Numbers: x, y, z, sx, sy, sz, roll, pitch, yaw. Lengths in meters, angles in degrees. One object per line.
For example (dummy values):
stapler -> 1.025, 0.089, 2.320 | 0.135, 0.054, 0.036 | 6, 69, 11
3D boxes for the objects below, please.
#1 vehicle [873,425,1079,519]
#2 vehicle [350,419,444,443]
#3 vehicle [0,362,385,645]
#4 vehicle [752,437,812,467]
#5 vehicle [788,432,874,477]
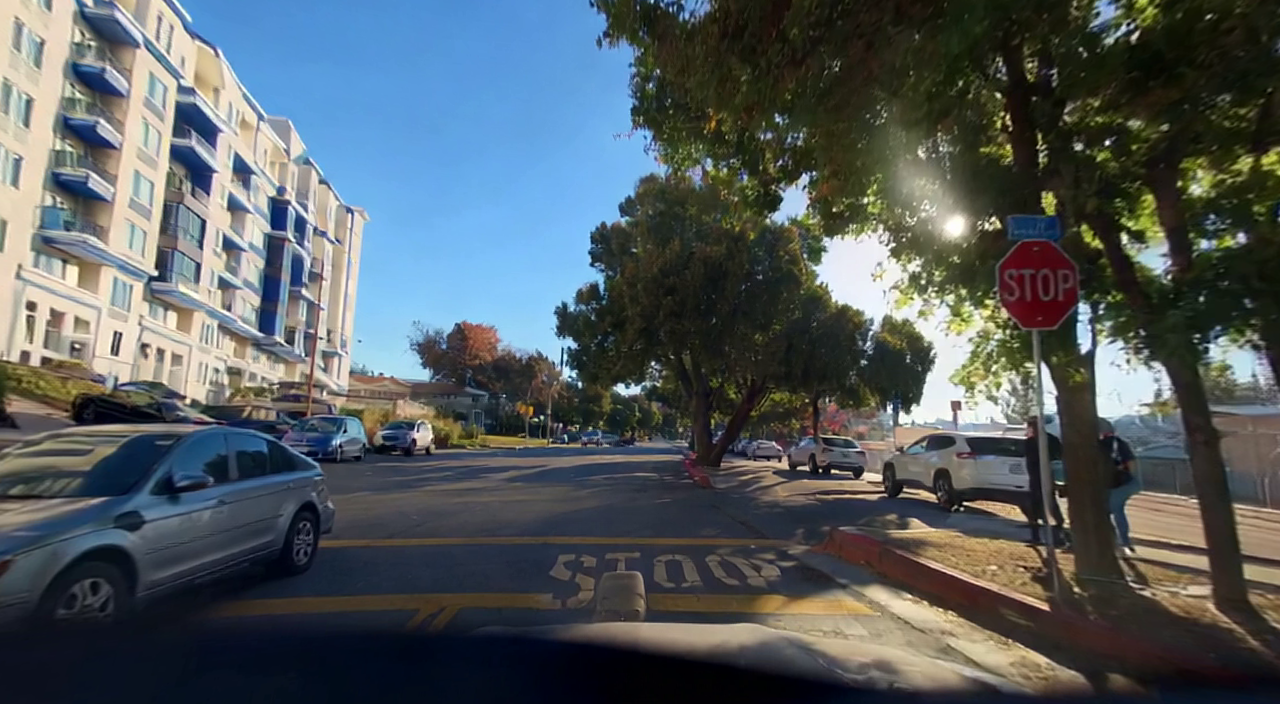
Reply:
vehicle -> 7.449, 2.697, 14.822 | 2.181, 1.792, 5.066 | 0, -8, 2
vehicle -> -13.653, 4.494, 35.725 | 4.603, 1.335, 1.889 | 1, -9, -8
vehicle -> -4.584, 1.286, 6.426 | 2.285, 1.712, 5.200 | 1, -9, -6
vehicle -> 7.831, 5.564, 35.325 | 2.122, 1.554, 4.777 | 0, -8, -1
vehicle -> 7.832, 4.246, 26.453 | 1.917, 1.704, 4.840 | 0, -8, -2
